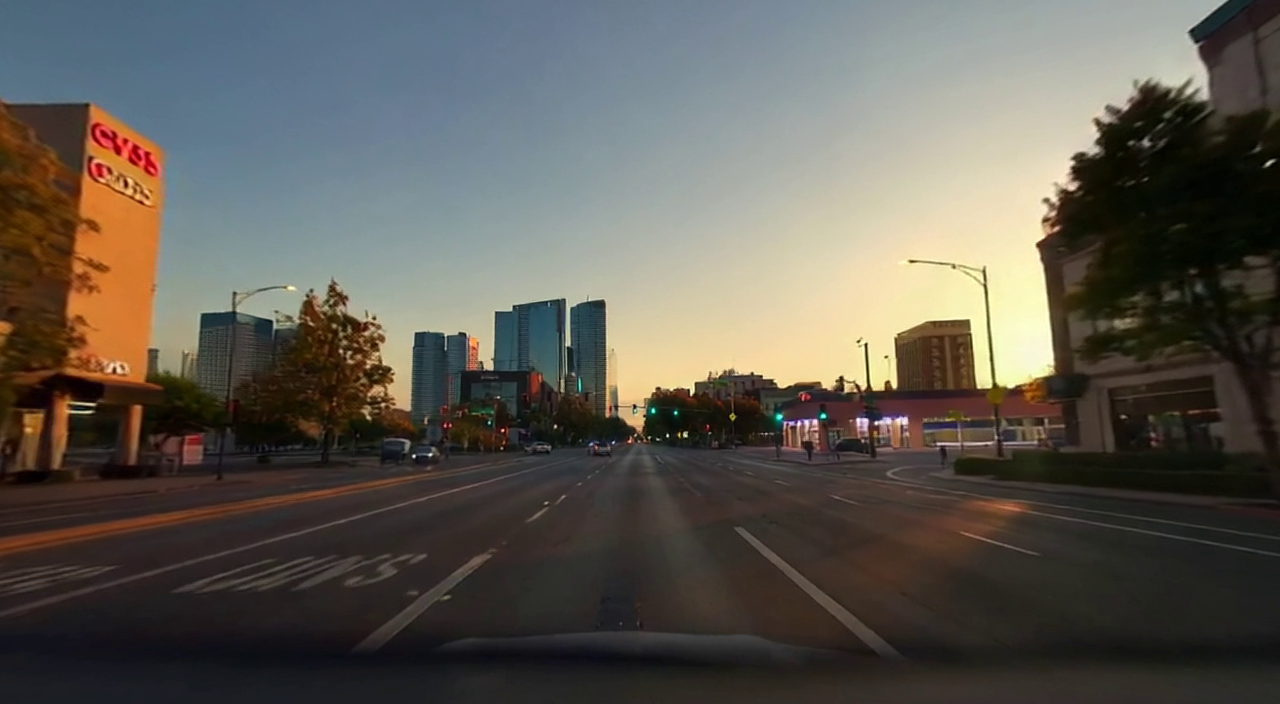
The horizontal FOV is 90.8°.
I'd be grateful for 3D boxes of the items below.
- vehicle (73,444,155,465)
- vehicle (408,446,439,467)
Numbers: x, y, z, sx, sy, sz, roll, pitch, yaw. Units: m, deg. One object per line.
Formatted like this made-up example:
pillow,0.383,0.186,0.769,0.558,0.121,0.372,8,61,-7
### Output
vehicle,-39.598,7.701,47.704,1.856,1.484,4.964,0,-8,1
vehicle,-17.013,8.166,49.694,1.930,1.473,4.480,2,-8,-15
